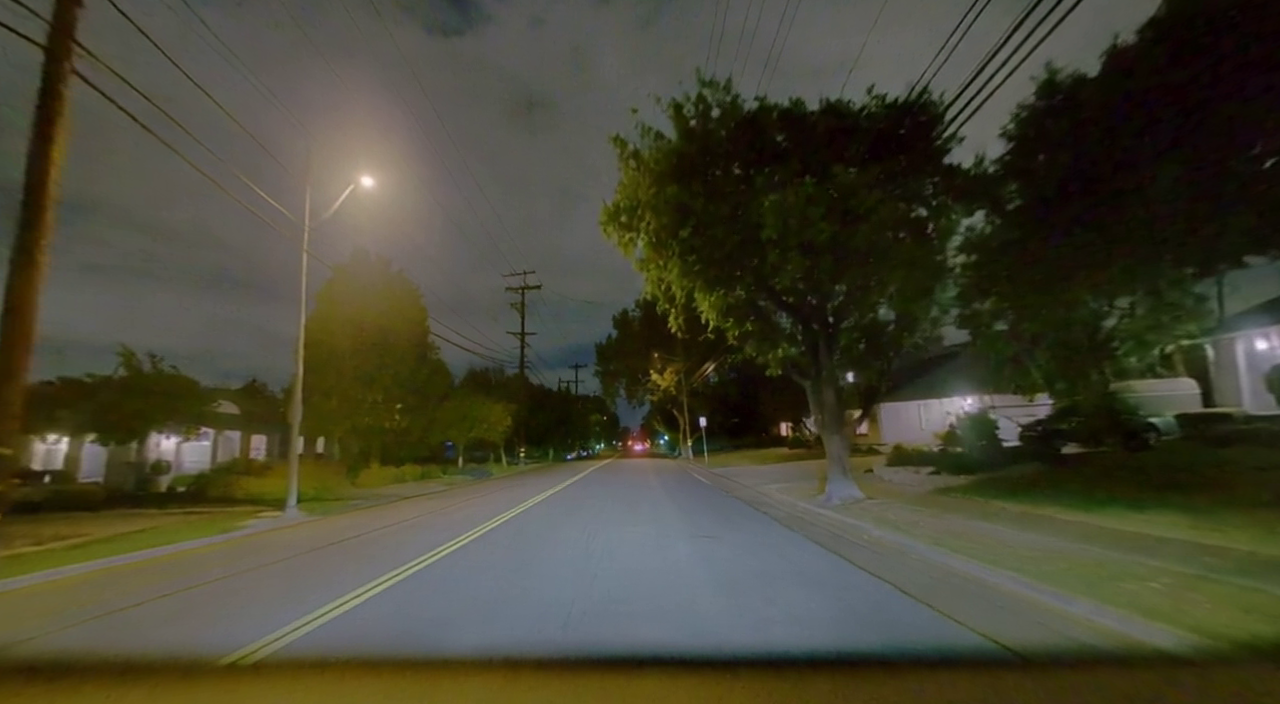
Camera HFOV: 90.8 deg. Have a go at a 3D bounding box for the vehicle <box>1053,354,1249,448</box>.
[{"bbox_3d":[21.385,2.319,27.175,2.918,3.393,7.033,-3,-9,7],"label":"vehicle"}]
